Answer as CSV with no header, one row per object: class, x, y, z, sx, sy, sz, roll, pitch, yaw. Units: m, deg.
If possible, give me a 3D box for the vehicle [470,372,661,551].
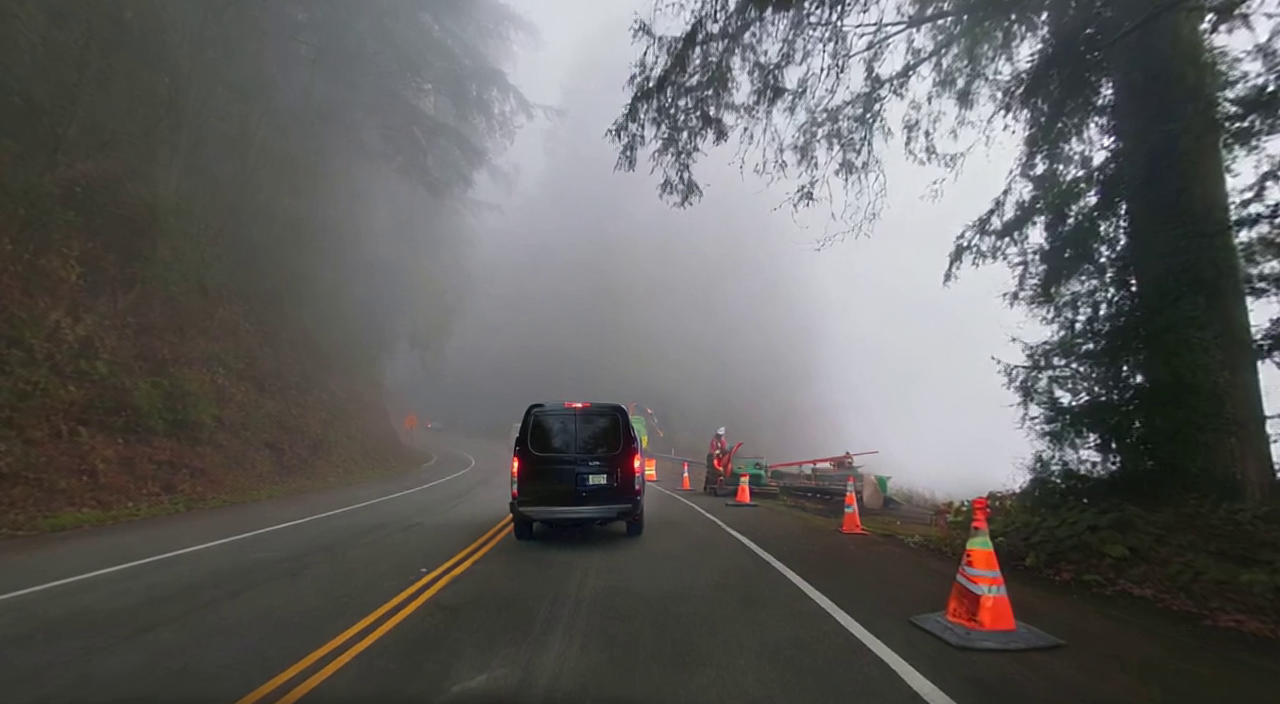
vehicle,-1.019,1.729,10.418,2.362,2.223,4.892,0,-8,-2
